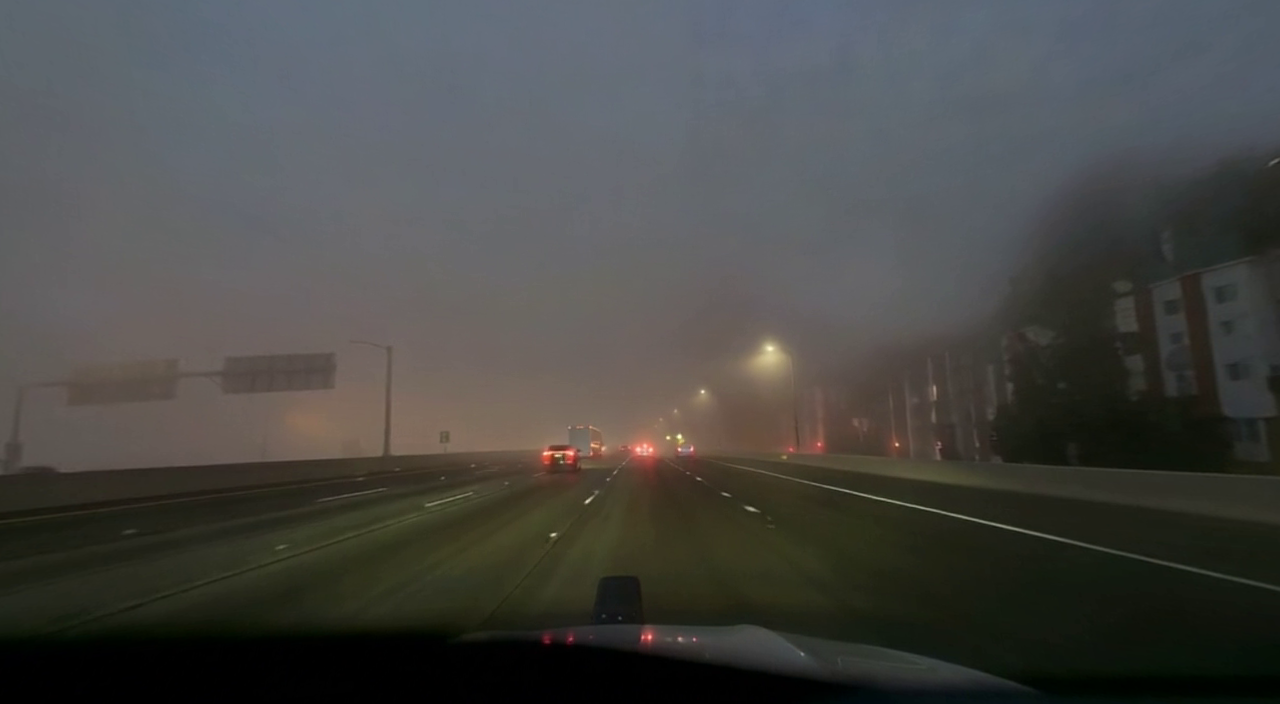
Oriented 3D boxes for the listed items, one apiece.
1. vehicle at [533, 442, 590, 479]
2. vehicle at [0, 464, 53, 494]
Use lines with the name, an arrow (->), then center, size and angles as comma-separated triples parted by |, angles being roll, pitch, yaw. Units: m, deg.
vehicle -> -3.678, 5.184, 30.386 | 2.195, 1.630, 4.336 | 0, -9, 0
vehicle -> -34.503, 6.870, 34.128 | 1.657, 1.479, 3.767 | 0, -9, 1
